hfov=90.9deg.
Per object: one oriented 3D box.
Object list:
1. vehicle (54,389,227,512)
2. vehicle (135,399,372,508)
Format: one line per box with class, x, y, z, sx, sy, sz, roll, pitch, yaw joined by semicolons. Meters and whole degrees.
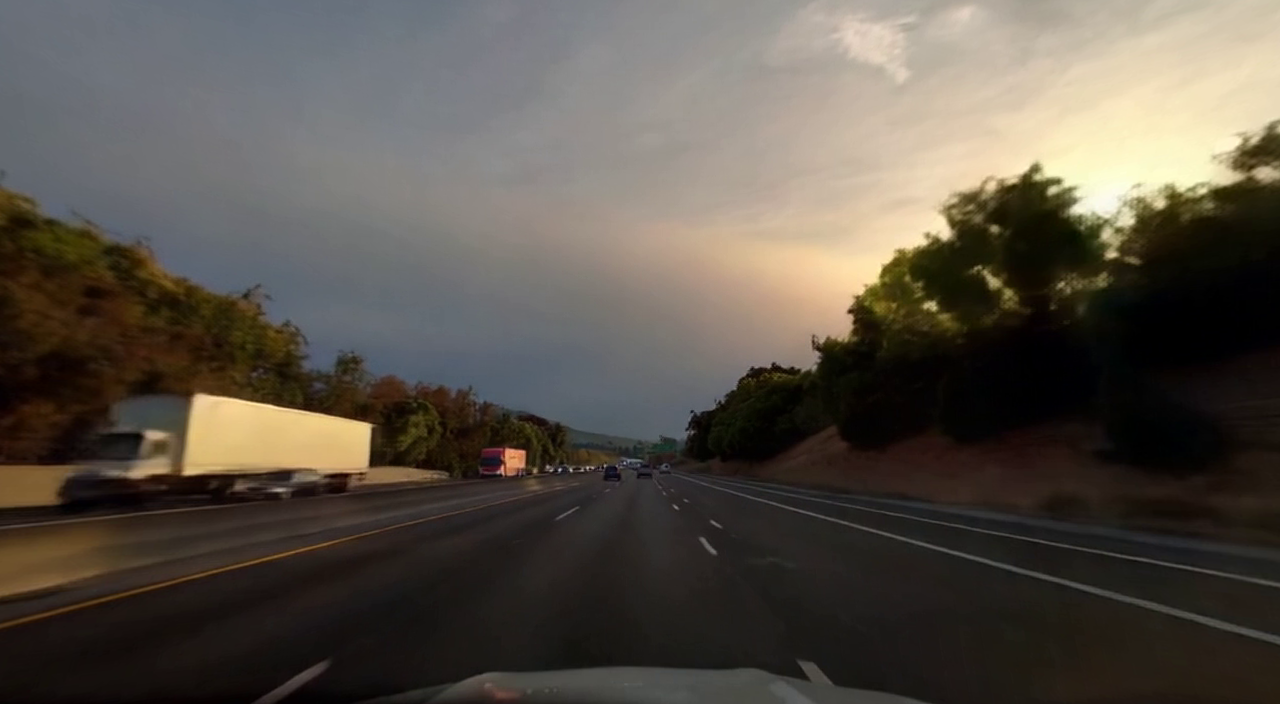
vehicle;-17.096;3.441;21.877;2.964;3.880;3.101;1;-11;1
vehicle;-16.953;4.896;29.660;2.806;3.974;12.703;1;-11;1
